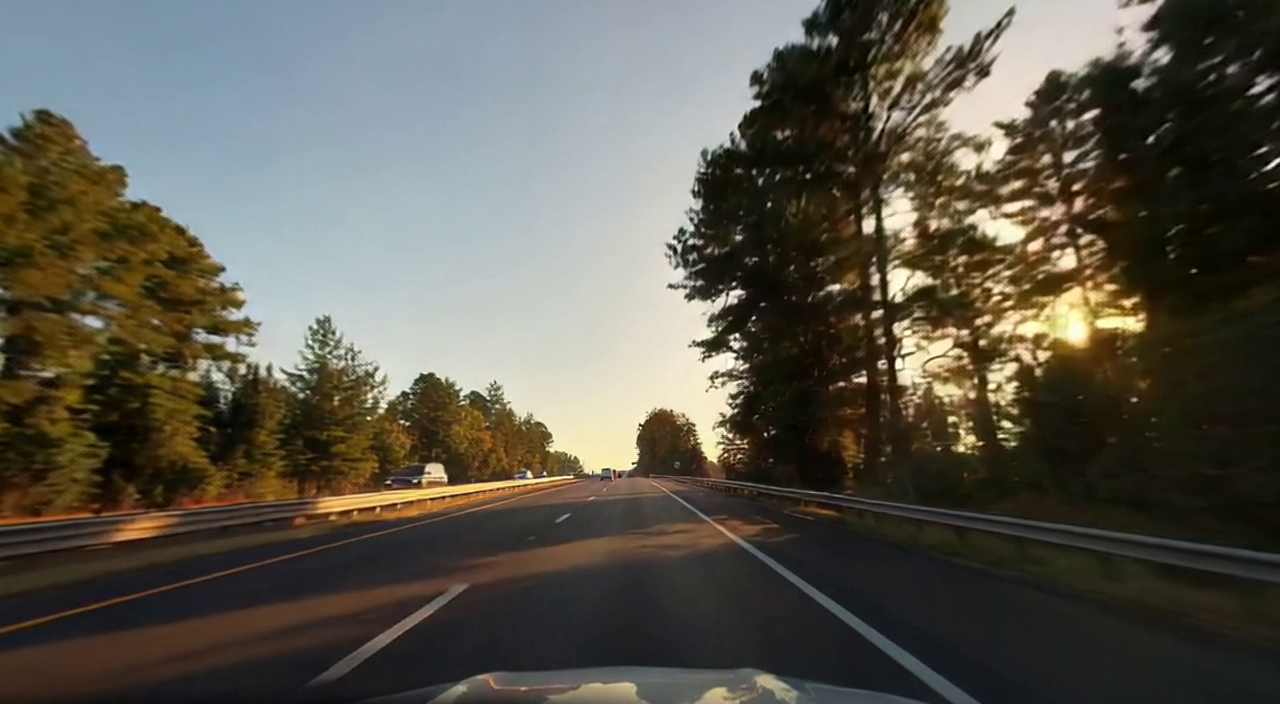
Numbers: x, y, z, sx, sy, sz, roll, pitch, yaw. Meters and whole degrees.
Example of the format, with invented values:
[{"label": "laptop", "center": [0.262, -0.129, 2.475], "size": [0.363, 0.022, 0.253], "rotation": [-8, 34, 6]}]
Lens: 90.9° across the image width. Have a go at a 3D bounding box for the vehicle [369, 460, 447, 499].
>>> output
[{"label": "vehicle", "center": [-13.387, 7.401, 36.821], "size": [2.348, 2.065, 5.795], "rotation": [1, -11, 0]}]
